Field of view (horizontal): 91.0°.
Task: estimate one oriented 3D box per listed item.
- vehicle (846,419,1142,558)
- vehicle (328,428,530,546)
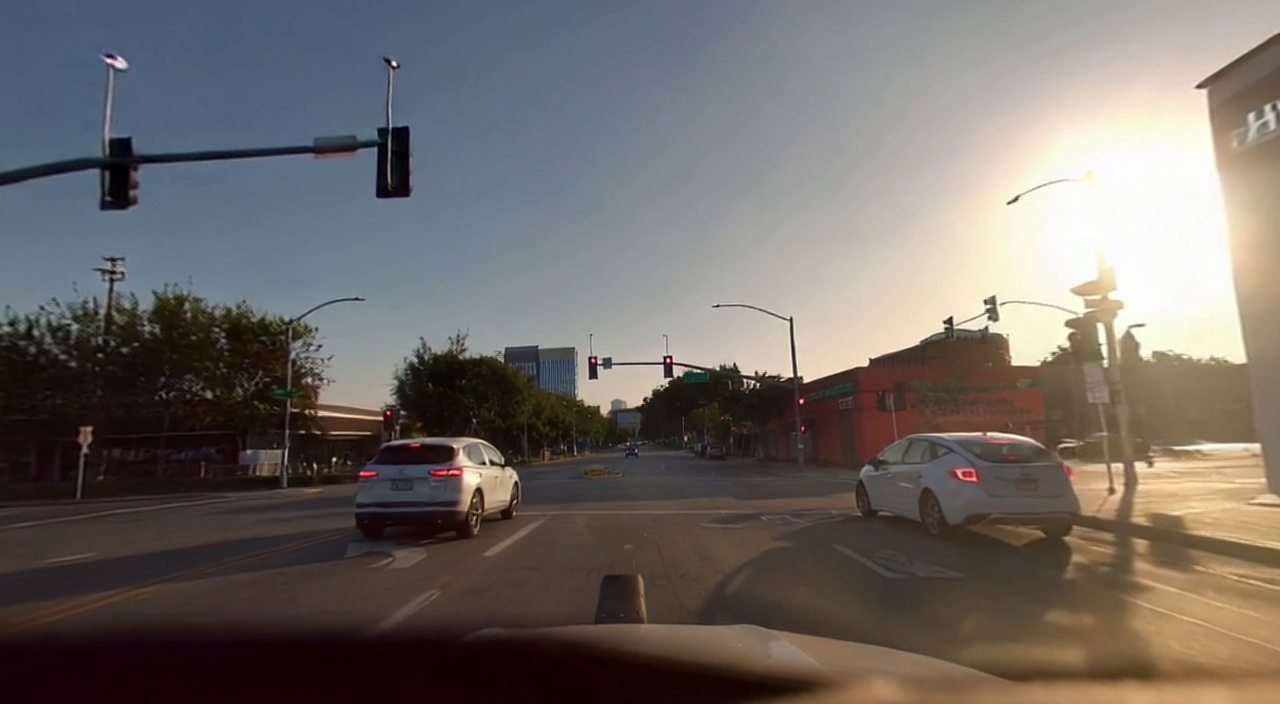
[{"bbox_3d":[5.009,1.993,9.883,2.039,1.655,4.495,0,-9,1],"label":"vehicle"},{"bbox_3d":[-3.319,2.204,10.944,1.947,1.627,4.248,0,-9,1],"label":"vehicle"}]
